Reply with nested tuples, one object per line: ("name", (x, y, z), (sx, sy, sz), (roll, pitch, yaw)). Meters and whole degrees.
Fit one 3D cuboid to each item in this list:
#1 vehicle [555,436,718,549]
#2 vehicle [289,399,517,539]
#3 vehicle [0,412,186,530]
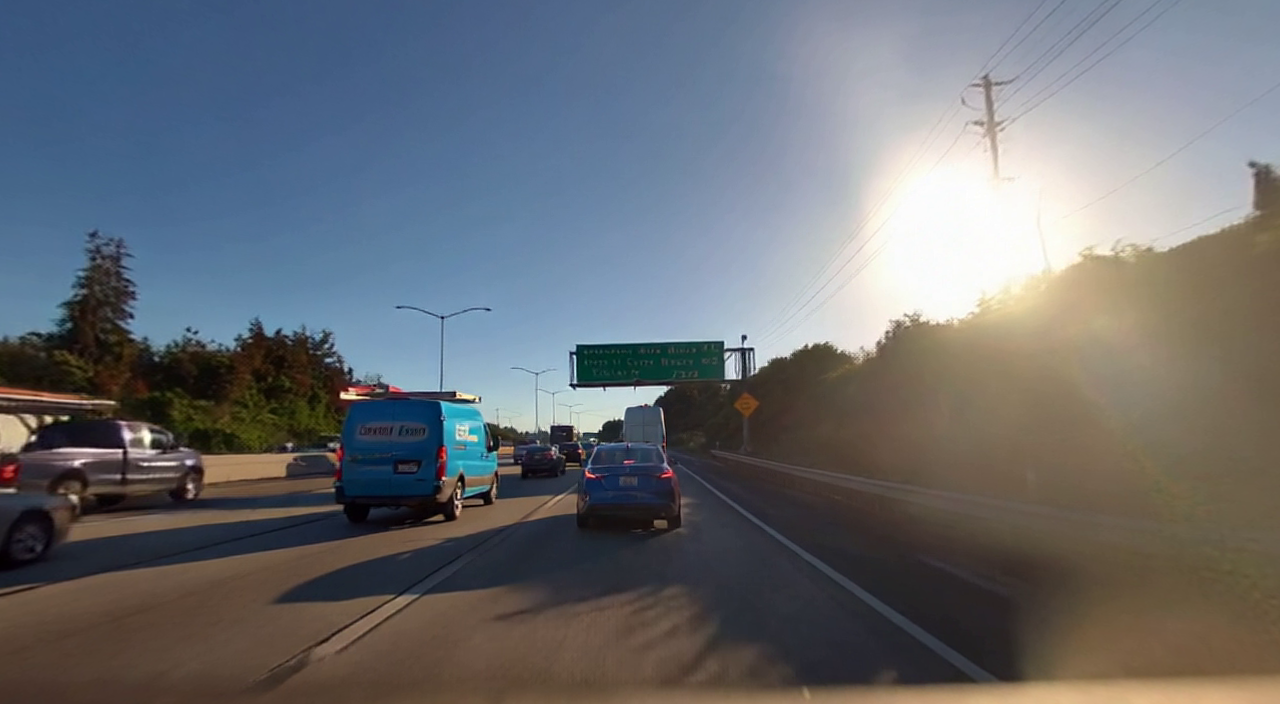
("vehicle", (-0.042, 2.084, 10.046), (2.054, 1.421, 4.090), (0, -8, 0))
("vehicle", (-3.806, 1.983, 11.202), (2.142, 1.952, 4.556), (0, -8, 2))
("vehicle", (-11.235, 2.122, 11.512), (2.040, 1.872, 4.969), (0, -8, 0))
